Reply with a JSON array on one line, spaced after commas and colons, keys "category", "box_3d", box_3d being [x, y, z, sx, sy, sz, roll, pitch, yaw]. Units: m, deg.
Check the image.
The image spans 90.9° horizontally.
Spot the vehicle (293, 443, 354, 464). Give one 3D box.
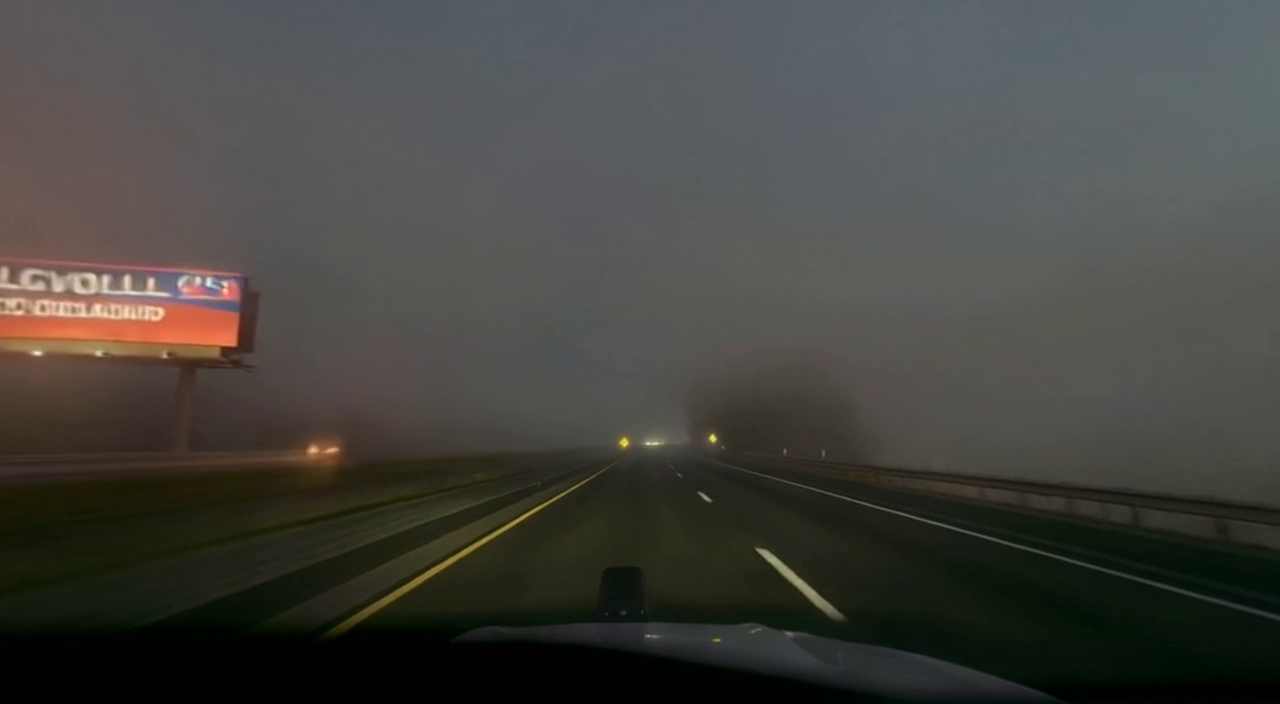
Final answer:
[{"category": "vehicle", "box_3d": [-23.295, 7.501, 46.594, 1.893, 1.451, 4.671, 0, -8, 3]}]
